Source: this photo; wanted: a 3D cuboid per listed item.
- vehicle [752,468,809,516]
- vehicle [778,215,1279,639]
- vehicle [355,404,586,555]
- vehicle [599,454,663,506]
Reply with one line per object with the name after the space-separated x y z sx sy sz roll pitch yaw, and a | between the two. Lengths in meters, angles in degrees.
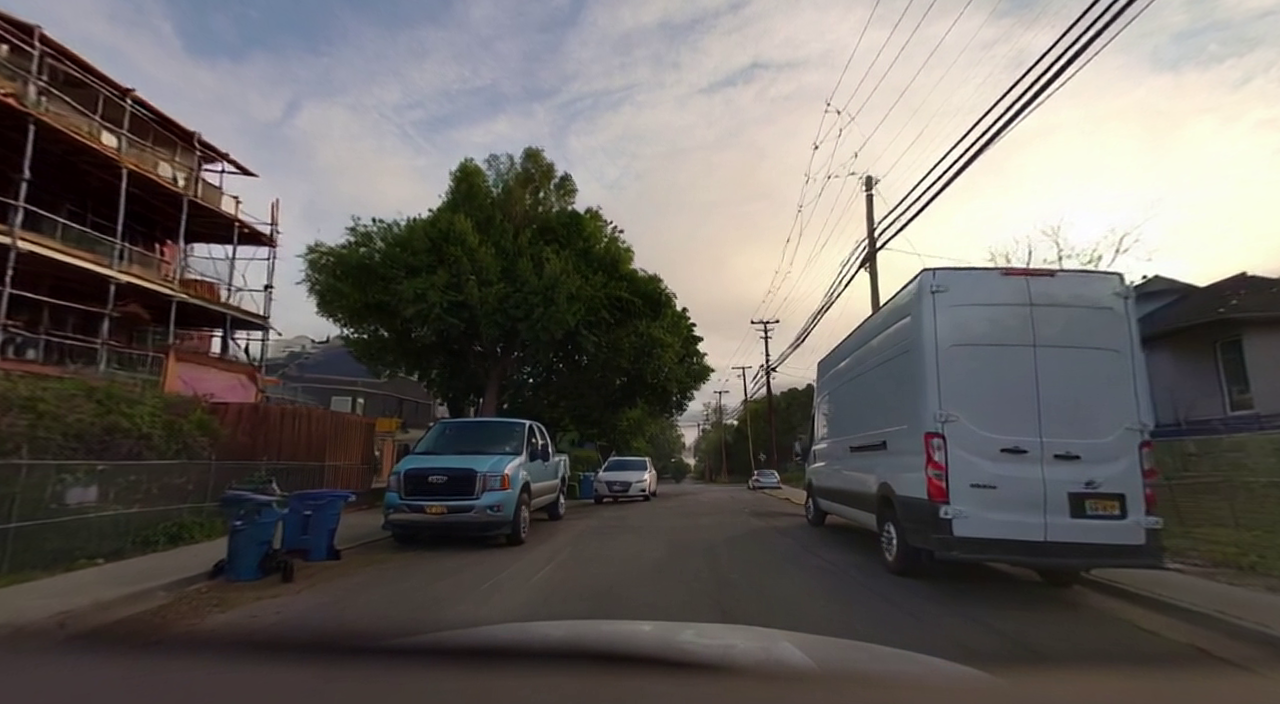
6.755 6.764 30.823 2.124 1.573 4.471 0 -3 5 | vehicle
4.587 1.328 10.670 2.915 3.793 9.963 -1 -8 4 | vehicle
-2.458 1.876 10.667 2.171 1.910 4.789 -2 -4 6 | vehicle
-0.247 5.422 27.148 2.257 1.916 5.089 -1 -9 5 | vehicle
